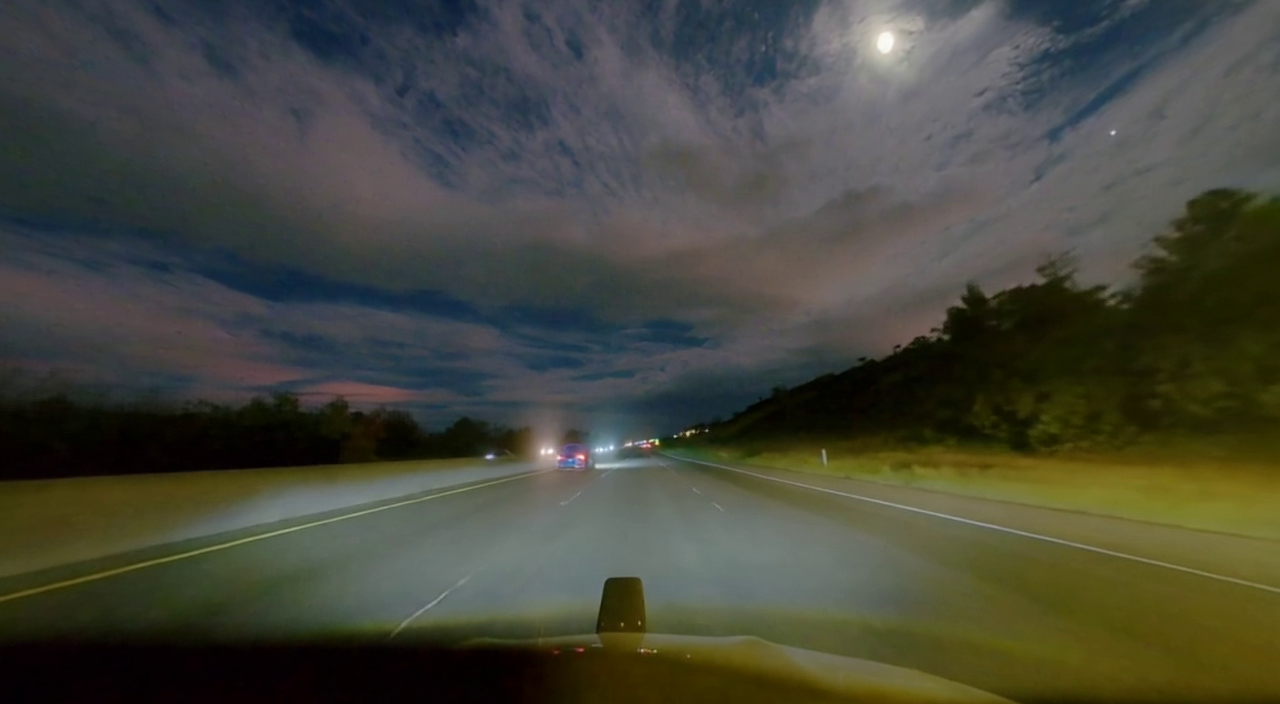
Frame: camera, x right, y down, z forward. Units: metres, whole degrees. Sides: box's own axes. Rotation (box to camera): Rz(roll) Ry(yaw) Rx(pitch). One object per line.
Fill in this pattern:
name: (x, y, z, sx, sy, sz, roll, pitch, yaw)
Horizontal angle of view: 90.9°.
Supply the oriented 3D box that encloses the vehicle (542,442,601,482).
vehicle: (-2.859, 4.698, 27.178, 1.965, 1.556, 3.971, -1, -9, 2)
